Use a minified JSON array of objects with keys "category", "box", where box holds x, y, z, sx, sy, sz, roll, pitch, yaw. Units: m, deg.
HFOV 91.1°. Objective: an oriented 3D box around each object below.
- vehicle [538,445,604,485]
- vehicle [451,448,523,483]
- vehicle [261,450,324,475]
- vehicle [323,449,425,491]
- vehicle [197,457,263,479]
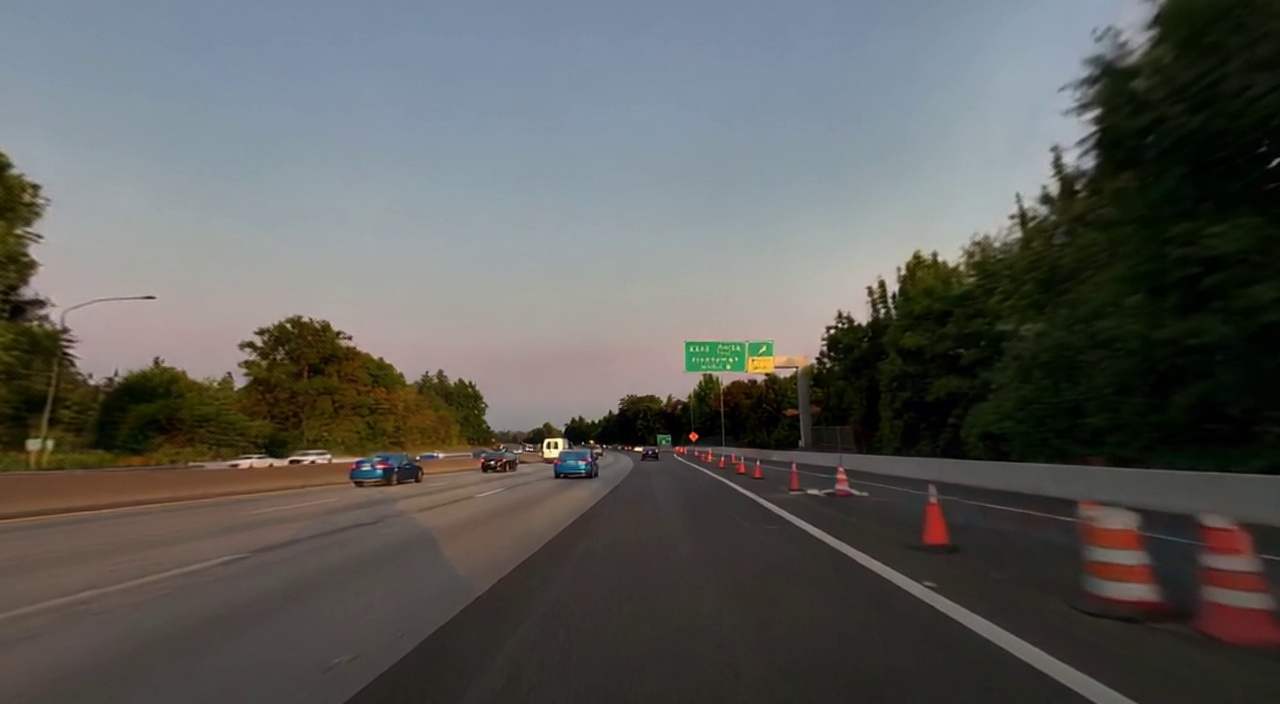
[{"category":"vehicle","box":[-2.686,4.515,25.538,1.963,1.462,4.681,0,-9,2]},{"category":"vehicle","box":[-6.813,5.086,28.476,1.951,1.439,4.633,0,-9,2]},{"category":"vehicle","box":[-27.120,8.616,49.221,2.072,1.875,4.825,0,-9,1]},{"category":"vehicle","box":[-10.399,4.608,24.974,1.946,1.472,4.472,0,-9,2]},{"category":"vehicle","box":[-31.327,8.871,48.108,1.892,1.484,4.584,0,-9,0]}]
